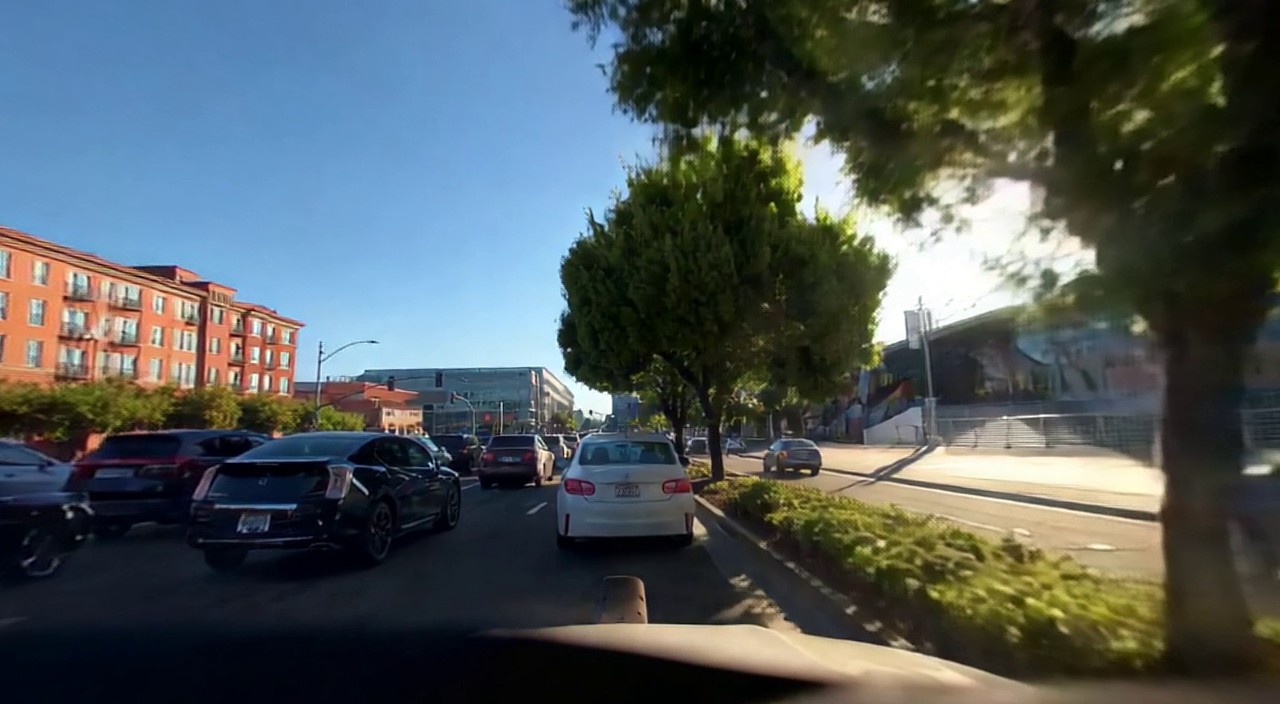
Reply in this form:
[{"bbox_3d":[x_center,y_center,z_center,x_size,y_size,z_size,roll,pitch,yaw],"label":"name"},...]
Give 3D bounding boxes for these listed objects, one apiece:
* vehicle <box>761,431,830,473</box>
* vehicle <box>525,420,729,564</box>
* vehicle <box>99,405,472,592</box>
[{"bbox_3d":[6.743,4.368,27.792,1.889,1.681,4.120,0,-9,-1],"label":"vehicle"},{"bbox_3d":[-0.172,1.801,8.854,2.161,1.501,4.184,0,-8,-1],"label":"vehicle"},{"bbox_3d":[-3.707,1.613,7.799,2.009,1.619,4.376,0,-8,1],"label":"vehicle"}]
